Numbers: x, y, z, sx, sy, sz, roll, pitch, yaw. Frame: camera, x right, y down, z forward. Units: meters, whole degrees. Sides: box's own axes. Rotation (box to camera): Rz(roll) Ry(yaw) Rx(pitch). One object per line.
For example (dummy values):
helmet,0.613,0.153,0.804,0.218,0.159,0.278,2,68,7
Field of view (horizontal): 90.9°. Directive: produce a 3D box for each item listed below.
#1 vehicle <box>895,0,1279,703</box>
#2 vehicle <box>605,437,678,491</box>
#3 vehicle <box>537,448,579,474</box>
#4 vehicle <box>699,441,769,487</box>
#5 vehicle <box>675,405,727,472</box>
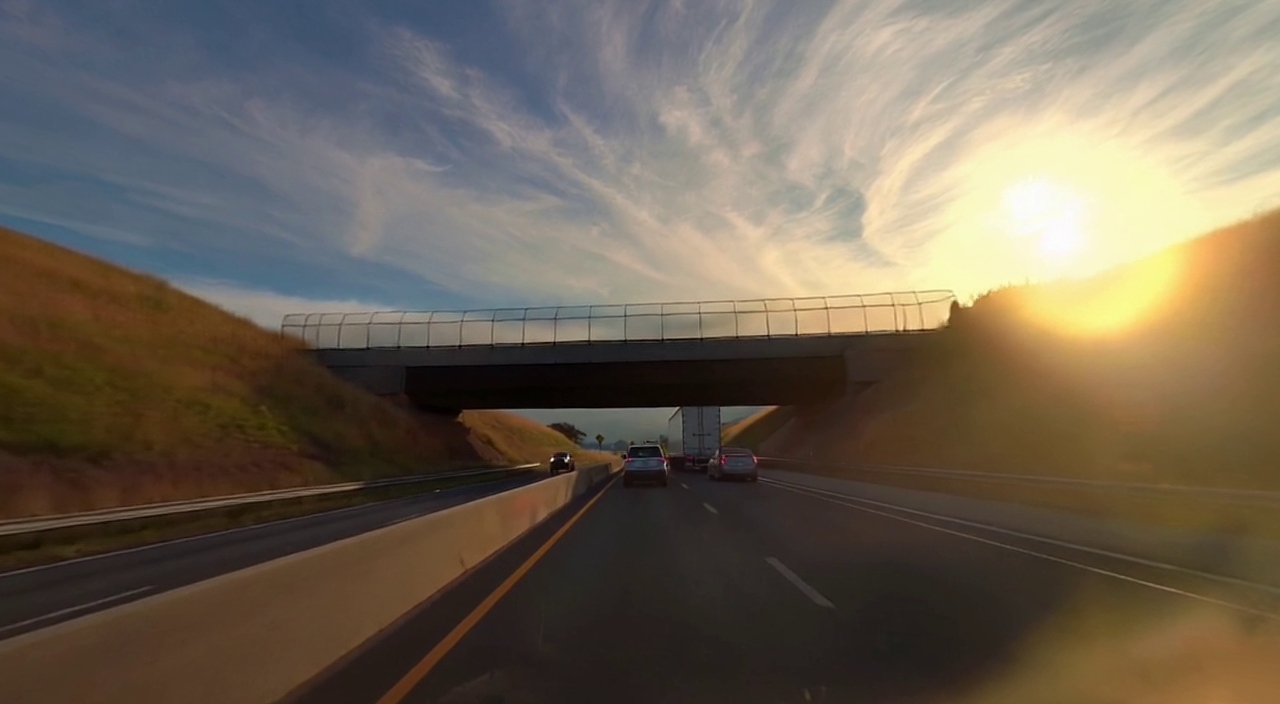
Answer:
vehicle,3.000,-0.552,0.400,2.987,3.897,5.990,-1,-9,0
vehicle,0.066,3.800,21.625,2.256,1.615,4.114,-1,-9,1
vehicle,-5.798,7.693,44.784,2.233,1.685,4.222,-2,-9,3
vehicle,3.402,4.149,23.587,1.972,1.505,3.946,-1,-9,-1
vehicle,3.837,5.691,41.251,2.948,3.974,6.480,-1,-9,2
